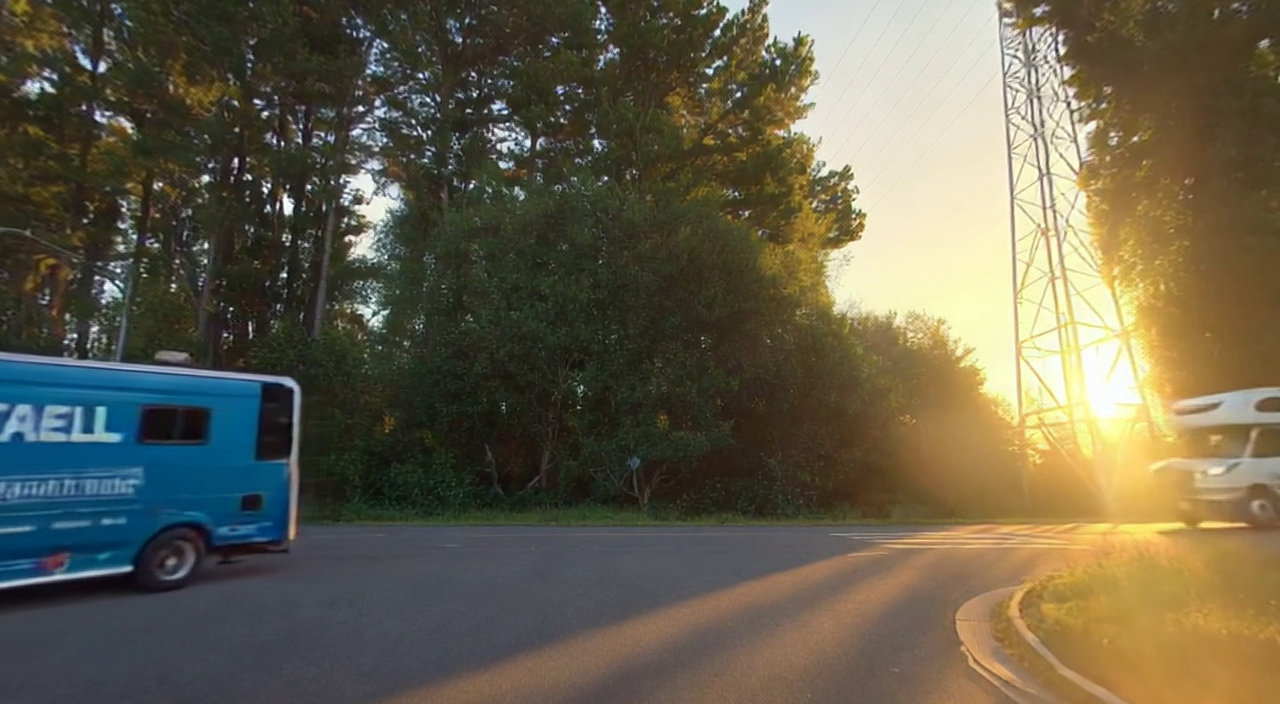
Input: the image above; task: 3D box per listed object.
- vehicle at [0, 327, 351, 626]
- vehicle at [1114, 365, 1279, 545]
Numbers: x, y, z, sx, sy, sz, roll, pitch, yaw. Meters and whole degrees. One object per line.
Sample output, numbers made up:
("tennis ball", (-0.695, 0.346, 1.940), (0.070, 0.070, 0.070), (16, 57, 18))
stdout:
("vehicle", (-6.221, 1.101, 5.795), (2.247, 2.424, 5.923), (-9, -12, 44))
("vehicle", (14.928, 2.074, 12.944), (8.152, 3.185, 2.776), (0, -9, -3))
